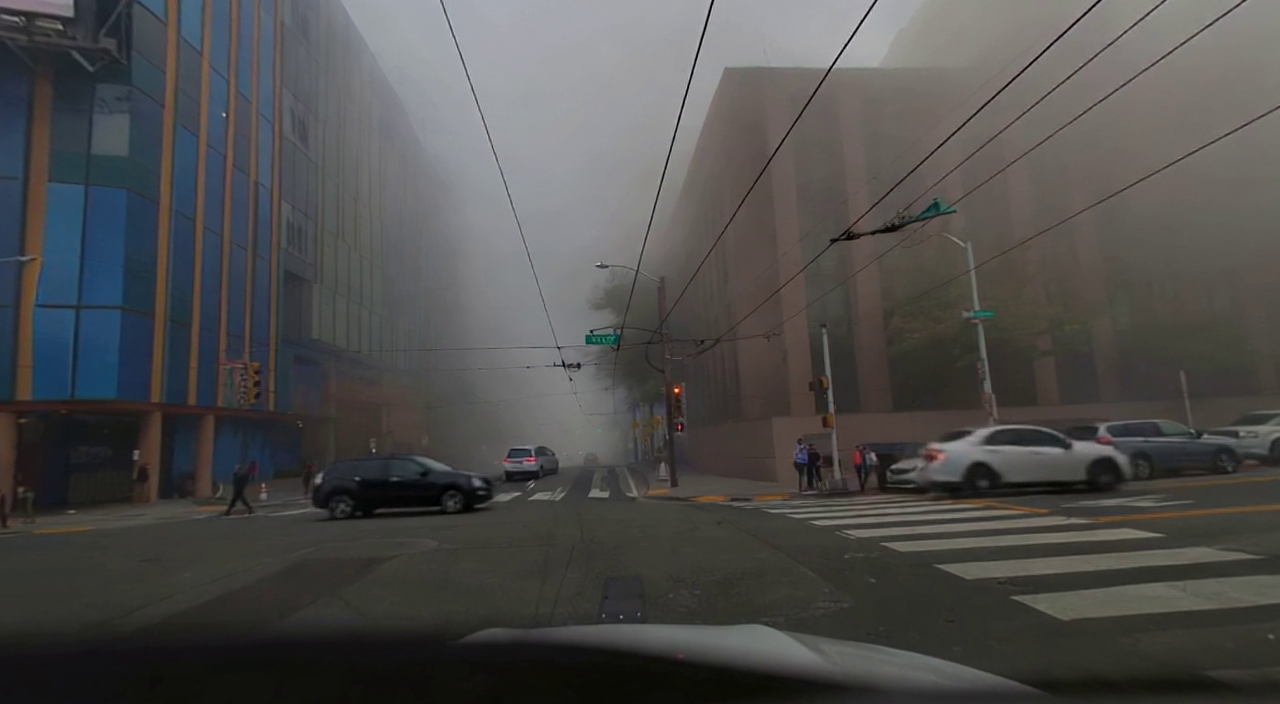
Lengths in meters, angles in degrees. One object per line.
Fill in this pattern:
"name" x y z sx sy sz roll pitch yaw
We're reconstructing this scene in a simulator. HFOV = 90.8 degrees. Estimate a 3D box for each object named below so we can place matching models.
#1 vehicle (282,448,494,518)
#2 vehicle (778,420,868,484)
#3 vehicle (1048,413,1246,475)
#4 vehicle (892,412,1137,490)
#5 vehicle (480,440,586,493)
"vehicle" -6.294 3.309 16.277 4.637 1.624 1.927 0 -8 -3
"vehicle" 7.551 4.111 26.628 2.316 2.425 4.466 1 -7 -2
"vehicle" 16.753 3.051 21.068 4.944 1.946 1.952 0 -8 -3
"vehicle" 8.871 2.407 15.271 4.629 1.696 2.098 1 -10 -6
"vehicle" -4.249 4.647 26.123 2.137 1.910 5.120 -3 -9 18
